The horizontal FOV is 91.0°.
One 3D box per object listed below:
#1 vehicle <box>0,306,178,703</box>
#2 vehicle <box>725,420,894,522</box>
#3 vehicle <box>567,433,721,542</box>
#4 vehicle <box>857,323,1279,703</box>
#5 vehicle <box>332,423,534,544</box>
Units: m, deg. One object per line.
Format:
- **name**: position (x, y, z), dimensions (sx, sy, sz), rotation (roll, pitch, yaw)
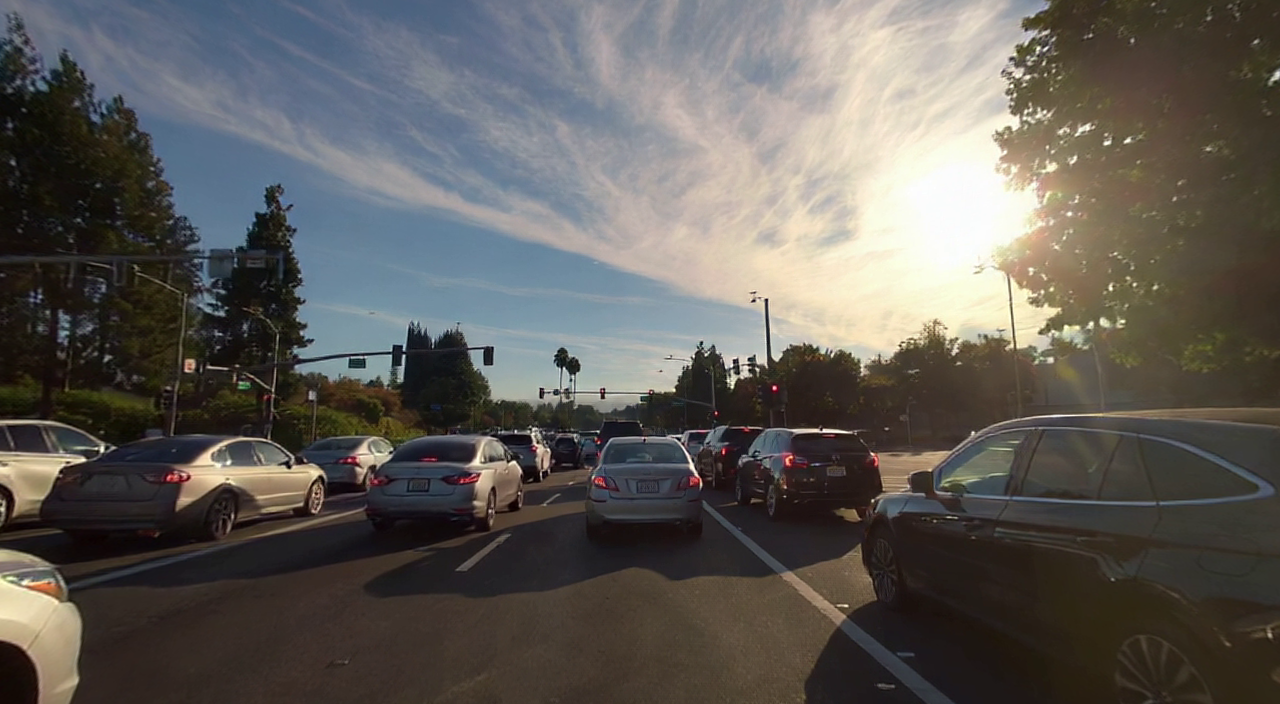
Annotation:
- **vehicle**: position (-3.202, 0.494, 0.594), dimensions (2.079, 1.756, 4.676), rotation (0, -8, -2)
- **vehicle**: position (3.074, 2.260, 12.473), dimensions (2.106, 1.667, 4.101), rotation (0, -8, -1)
- **vehicle**: position (-0.004, 2.105, 10.419), dimensions (2.076, 1.438, 3.770), rotation (0, -8, -2)
- **vehicle**: position (3.148, 0.997, 3.747), dimensions (2.074, 1.685, 4.387), rotation (0, -8, -1)
- **vehicle**: position (-3.069, 2.033, 10.431), dimensions (1.896, 1.546, 4.378), rotation (0, -8, -1)
